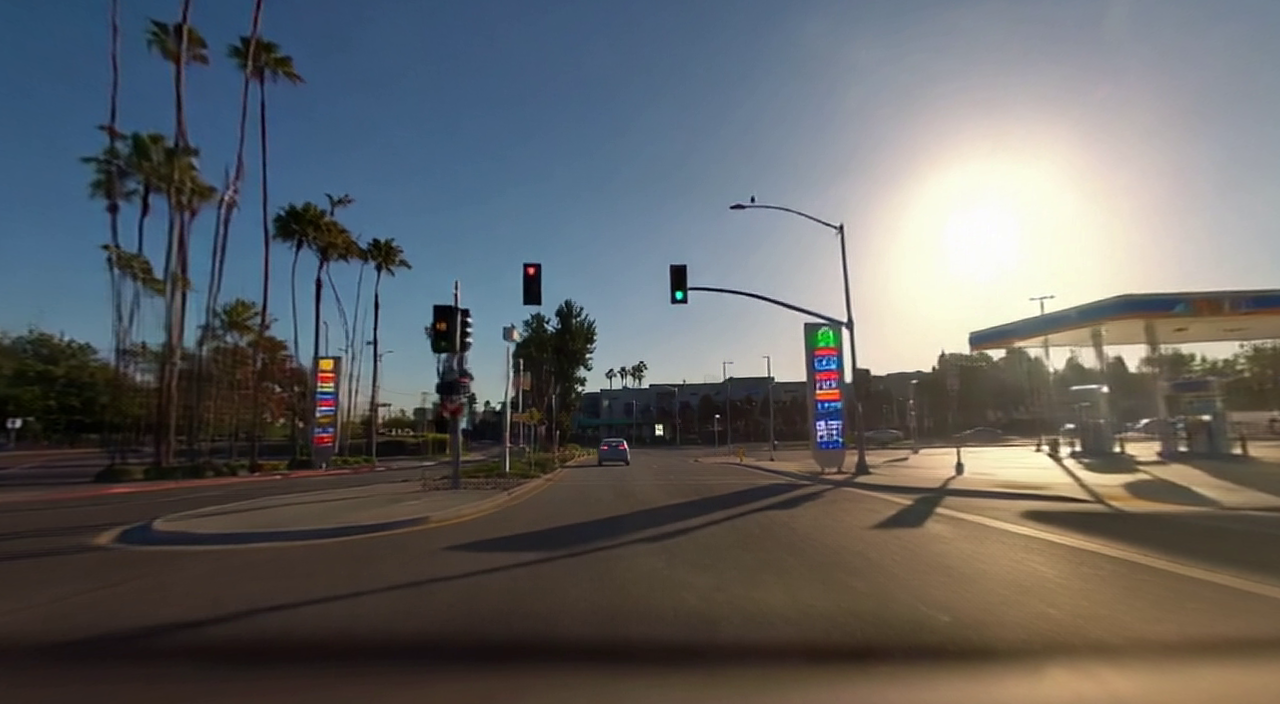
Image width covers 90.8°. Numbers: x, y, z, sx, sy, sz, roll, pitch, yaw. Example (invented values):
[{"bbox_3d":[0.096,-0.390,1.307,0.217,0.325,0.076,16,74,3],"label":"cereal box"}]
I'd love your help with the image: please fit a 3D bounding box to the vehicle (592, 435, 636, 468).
[{"bbox_3d":[-1.326,5.081,32.257,2.073,1.525,4.809,0,-9,-3],"label":"vehicle"}]
